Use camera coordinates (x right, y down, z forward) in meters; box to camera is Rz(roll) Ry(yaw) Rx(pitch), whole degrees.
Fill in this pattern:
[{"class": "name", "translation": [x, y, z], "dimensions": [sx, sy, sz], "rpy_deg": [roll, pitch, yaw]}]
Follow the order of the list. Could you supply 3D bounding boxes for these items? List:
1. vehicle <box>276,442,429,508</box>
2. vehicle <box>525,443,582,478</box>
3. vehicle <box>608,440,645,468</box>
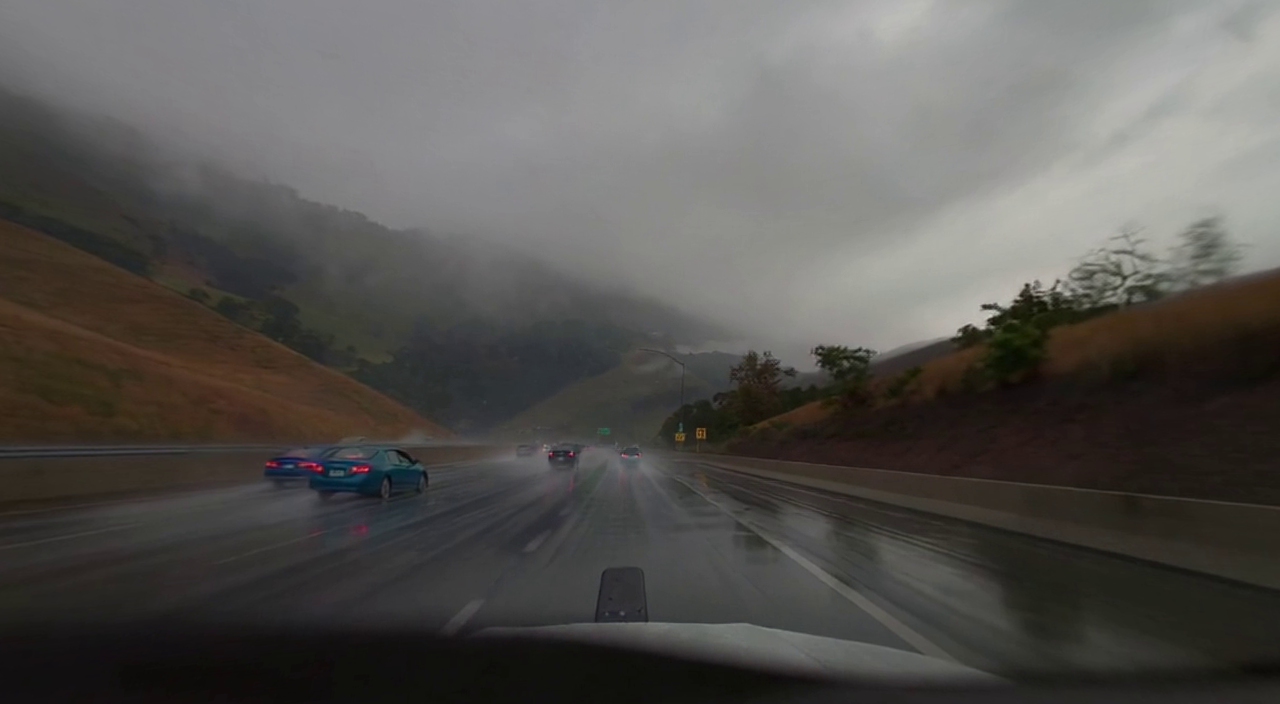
[{"class": "vehicle", "translation": [-7.106, 3.044, 16.182], "dimensions": [1.991, 1.441, 4.265], "rpy_deg": [0, -8, -1]}, {"class": "vehicle", "translation": [-4.012, 5.072, 29.964], "dimensions": [2.144, 1.505, 4.649], "rpy_deg": [0, -8, -1]}, {"class": "vehicle", "translation": [-0.900, 6.528, 40.468], "dimensions": [2.225, 1.674, 4.044], "rpy_deg": [0, -8, -2]}]
